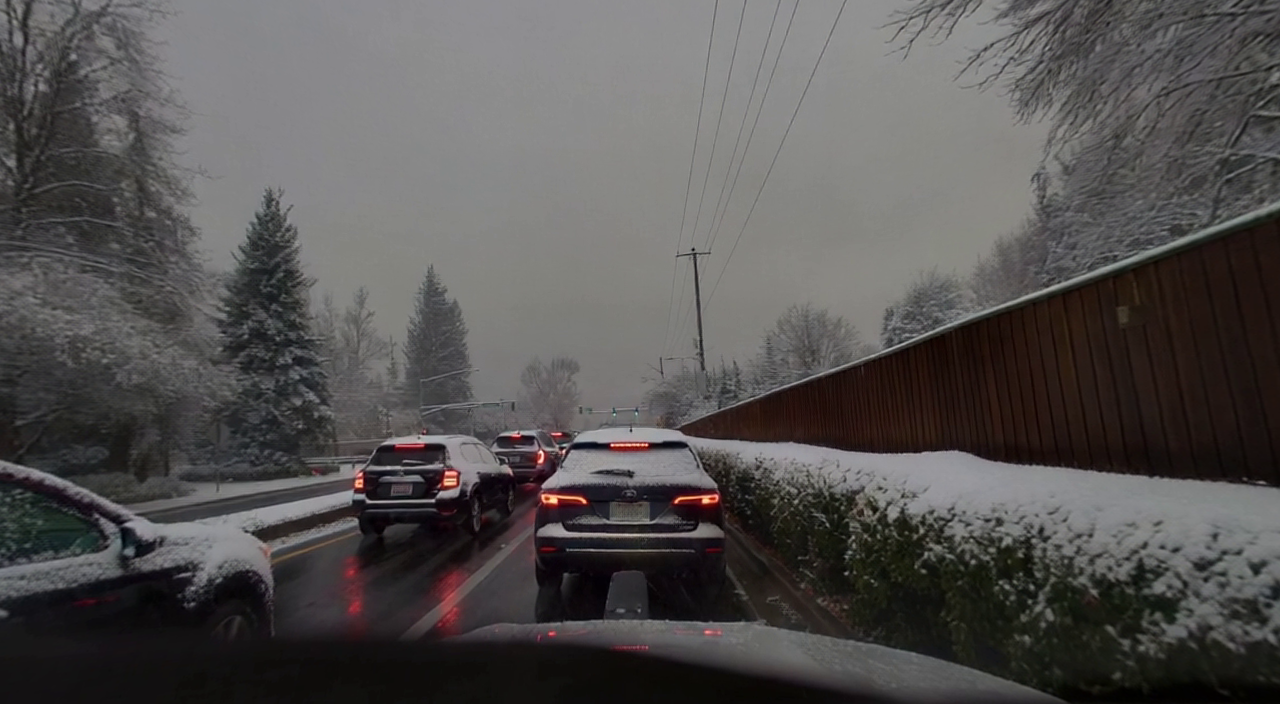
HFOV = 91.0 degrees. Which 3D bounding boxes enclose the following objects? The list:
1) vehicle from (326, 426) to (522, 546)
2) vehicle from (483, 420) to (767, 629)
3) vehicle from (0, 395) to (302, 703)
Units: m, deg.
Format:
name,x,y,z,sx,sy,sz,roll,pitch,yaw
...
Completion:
name,x,y,z,sx,sy,sz,roll,pitch,yaw
vehicle,-3.222,2.063,10.267,1.850,1.582,3.688,0,-8,0
vehicle,-0.136,1.511,6.450,1.995,1.460,3.865,0,-8,-1
vehicle,-3.122,0.837,1.582,1.980,1.520,4.636,0,-8,0
